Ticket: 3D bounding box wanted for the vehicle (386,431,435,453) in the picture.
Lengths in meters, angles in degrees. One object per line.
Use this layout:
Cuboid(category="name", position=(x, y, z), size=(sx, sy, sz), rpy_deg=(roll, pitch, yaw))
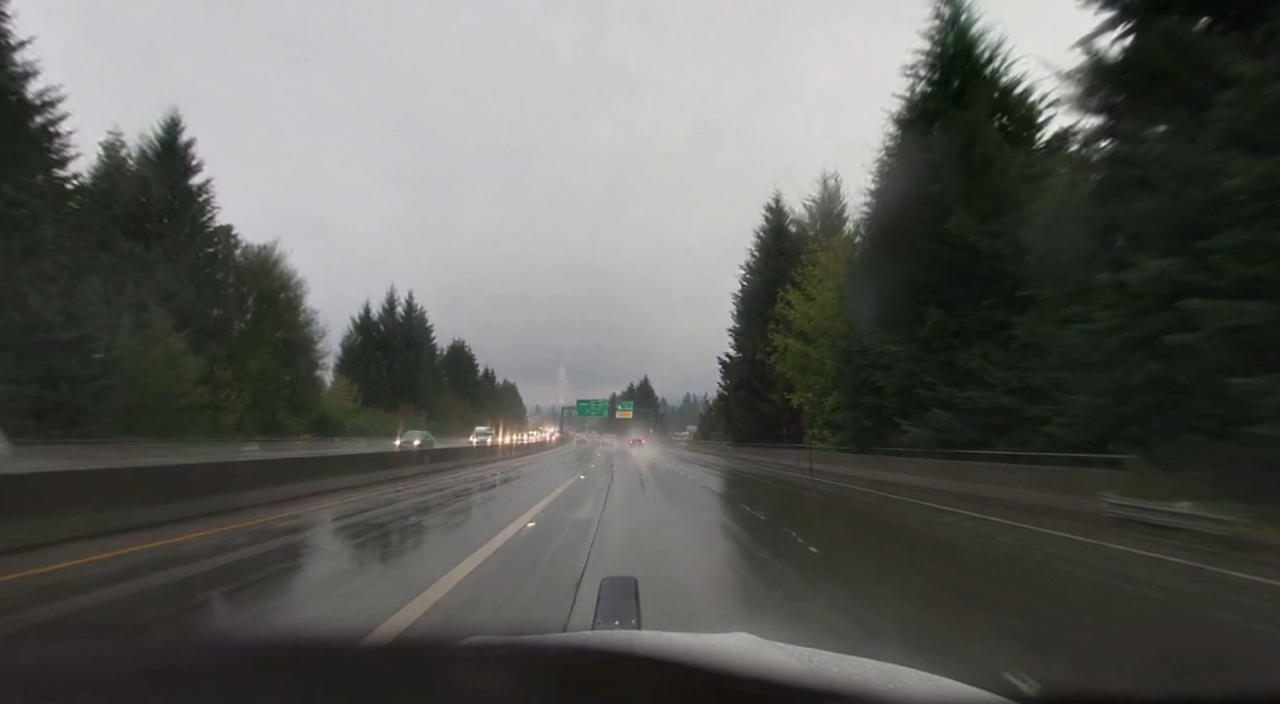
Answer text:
Cuboid(category="vehicle", position=(-16.436, 6.489, 45.390), size=(1.951, 1.470, 4.535), rpy_deg=(0, -8, -1))
